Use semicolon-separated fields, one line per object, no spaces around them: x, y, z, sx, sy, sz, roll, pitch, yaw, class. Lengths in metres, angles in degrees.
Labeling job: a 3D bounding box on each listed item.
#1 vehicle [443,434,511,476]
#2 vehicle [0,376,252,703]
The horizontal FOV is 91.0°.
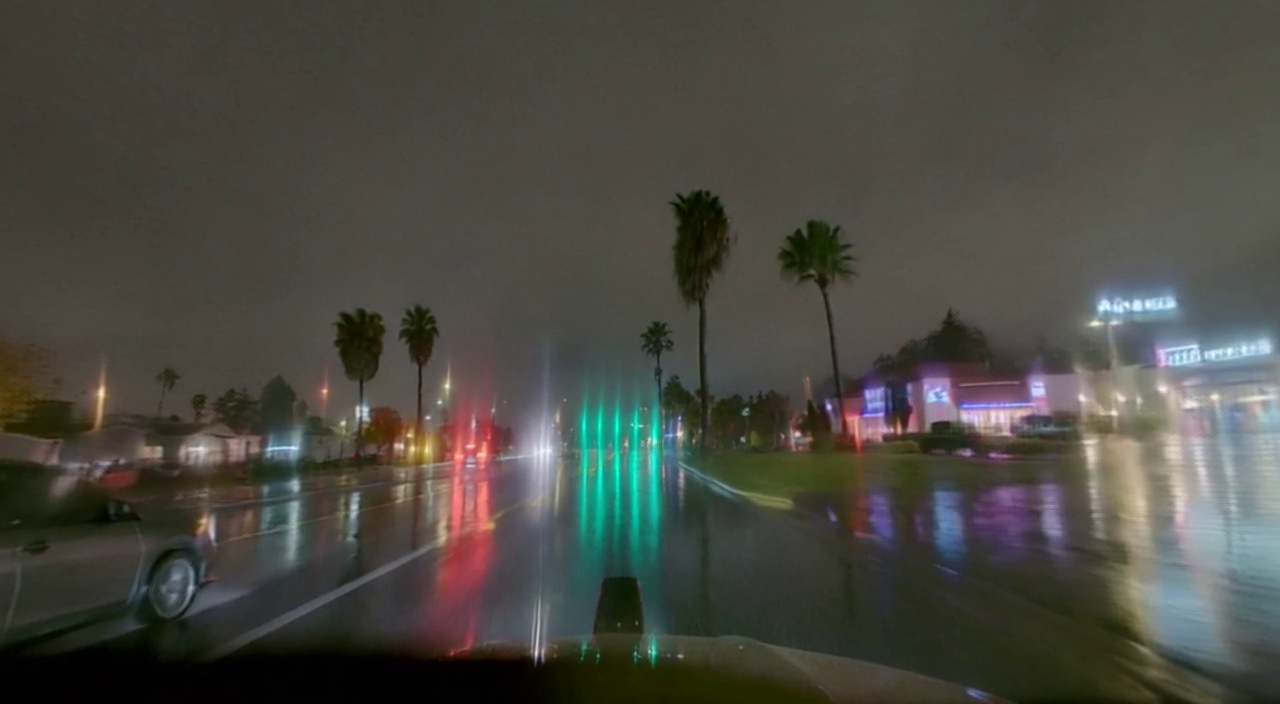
-7.722;4.900;30.266;2.136;1.844;4.363;0;-8;0;vehicle
-4.248;0.945;3.080;2.041;1.666;4.182;0;-8;-1;vehicle
